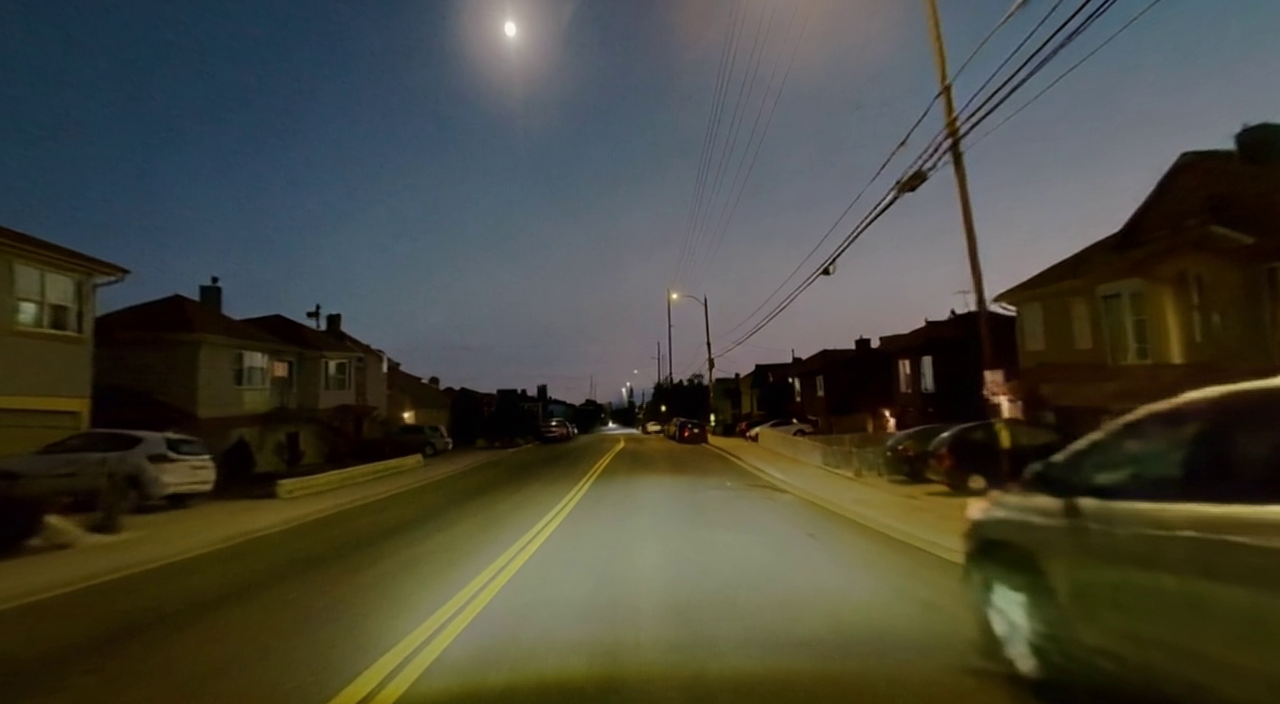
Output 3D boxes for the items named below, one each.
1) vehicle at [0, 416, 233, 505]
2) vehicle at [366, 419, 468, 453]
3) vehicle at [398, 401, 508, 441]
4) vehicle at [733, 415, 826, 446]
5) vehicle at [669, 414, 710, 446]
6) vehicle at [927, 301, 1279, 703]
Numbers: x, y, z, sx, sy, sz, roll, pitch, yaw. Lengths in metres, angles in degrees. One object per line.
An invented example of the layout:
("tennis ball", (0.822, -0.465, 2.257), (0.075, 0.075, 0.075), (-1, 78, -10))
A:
("vehicle", (-12.059, 2.396, 14.054), (4.525, 1.797, 2.024), (0, -9, 3))
("vehicle", (-11.499, 4.343, 32.637), (4.484, 1.538, 1.901), (1, -8, 3))
("vehicle", (-13.845, 5.150, 46.723), (7.267, 2.775, 2.786), (-1, -8, 13))
("vehicle", (7.816, 4.499, 35.758), (4.893, 1.642, 1.874), (0, -10, 4))
("vehicle", (3.199, 5.109, 41.510), (2.277, 1.917, 5.495), (1, -6, 0))
("vehicle", (3.250, 0.780, 2.173), (2.211, 1.860, 4.813), (0, -9, 0))
